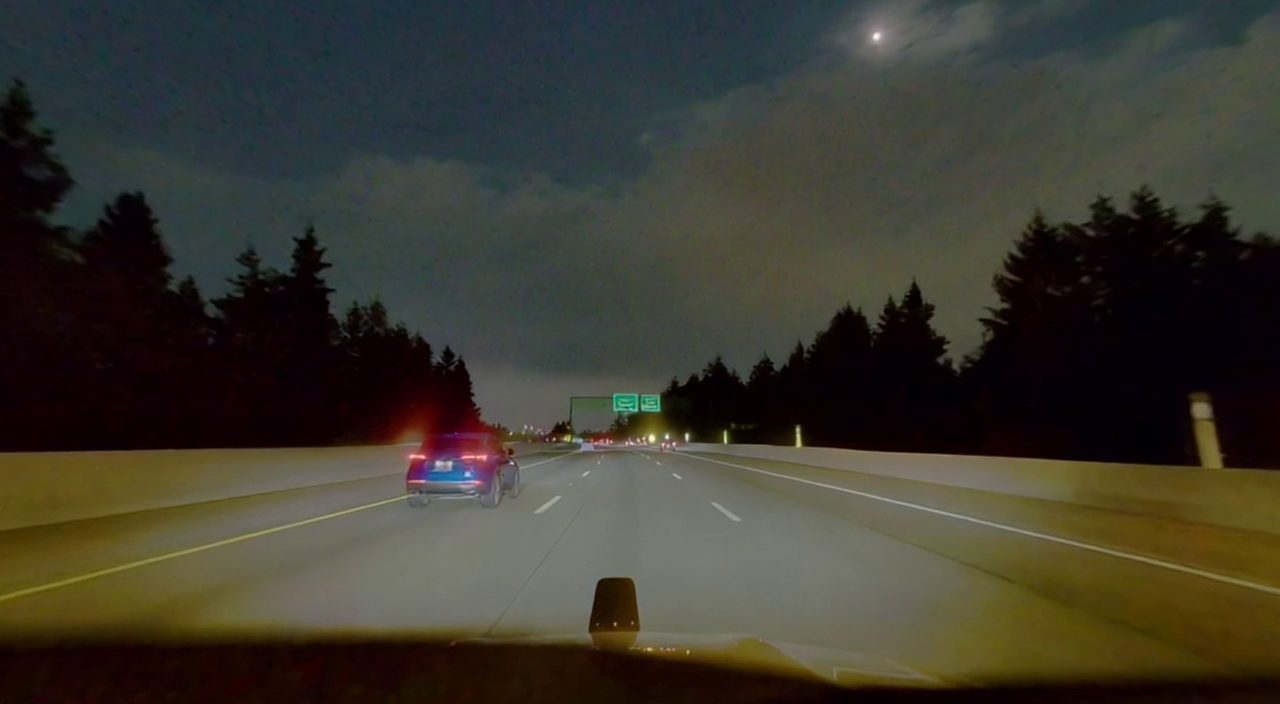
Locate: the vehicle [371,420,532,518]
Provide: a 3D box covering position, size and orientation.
[{"bbox_3d":[-3.612,2.322,13.007,2.074,1.652,4.273,0,-8,-1],"label":"vehicle"}]
